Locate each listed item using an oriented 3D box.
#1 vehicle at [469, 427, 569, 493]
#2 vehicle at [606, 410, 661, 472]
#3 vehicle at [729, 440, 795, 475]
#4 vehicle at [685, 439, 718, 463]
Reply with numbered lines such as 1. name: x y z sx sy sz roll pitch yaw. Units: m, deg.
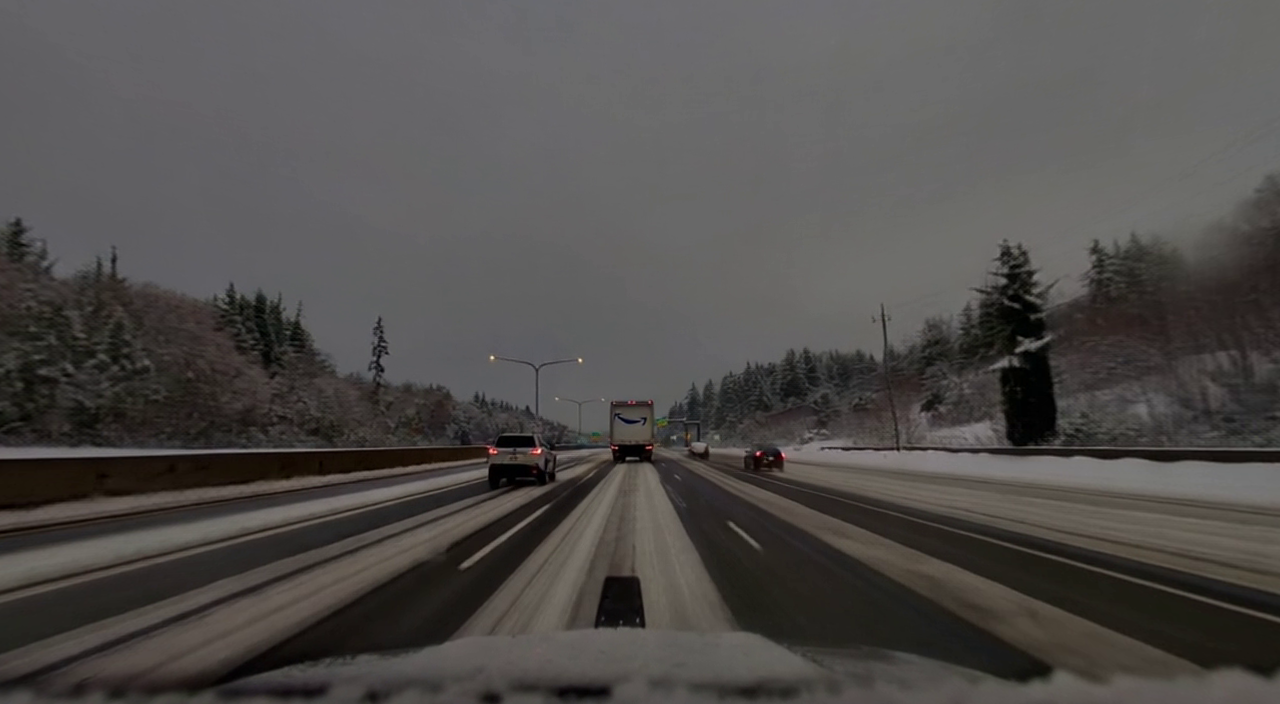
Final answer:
1. vehicle: -3.435 3.166 18.741 2.095 1.688 4.188 0 -9 1
2. vehicle: -0.301 4.428 31.159 2.456 2.705 6.251 1 -9 0
3. vehicle: 5.572 4.886 29.387 1.970 1.499 4.491 1 -9 -3
4. vehicle: 4.537 7.349 46.690 2.067 1.654 3.985 0 -9 0
